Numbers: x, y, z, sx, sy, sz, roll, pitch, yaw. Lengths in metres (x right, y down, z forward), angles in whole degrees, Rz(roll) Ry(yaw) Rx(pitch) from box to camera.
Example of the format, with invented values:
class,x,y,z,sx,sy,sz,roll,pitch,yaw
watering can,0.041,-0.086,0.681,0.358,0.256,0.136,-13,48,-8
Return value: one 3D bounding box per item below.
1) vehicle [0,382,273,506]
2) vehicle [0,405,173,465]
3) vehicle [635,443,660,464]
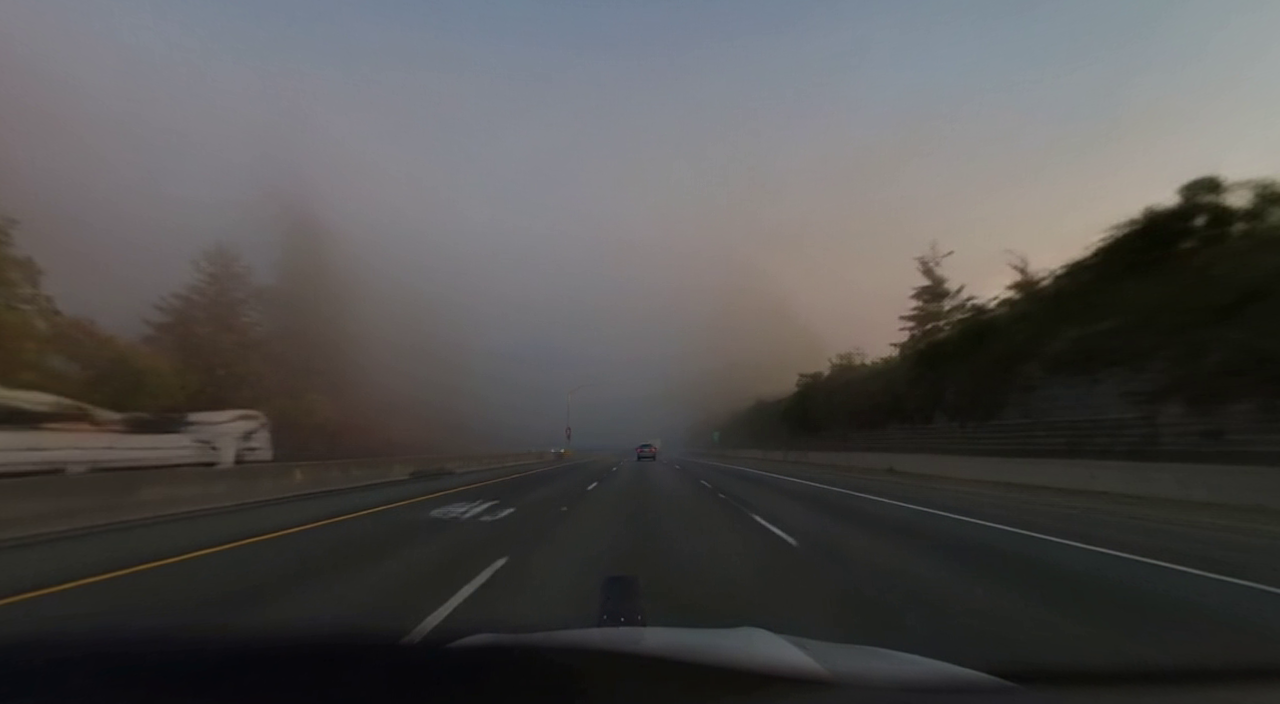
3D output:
class,x,y,z,sx,sy,sz,roll,pitch,yaw
vehicle,-19.990,3.693,25.224,2.798,3.638,13.257,0,-9,-1
vehicle,-19.867,3.038,22.796,2.237,1.885,4.778,-1,-8,0
vehicle,0.547,7.992,49.631,1.873,1.529,3.953,0,-9,0
